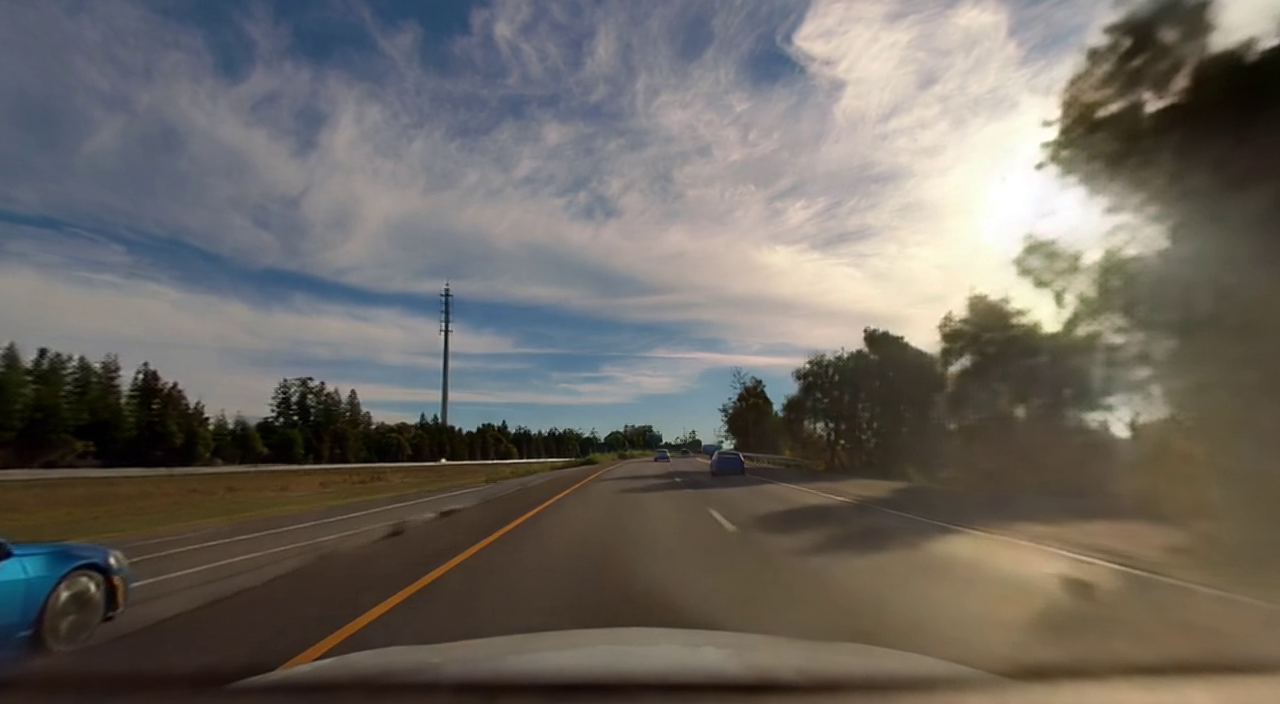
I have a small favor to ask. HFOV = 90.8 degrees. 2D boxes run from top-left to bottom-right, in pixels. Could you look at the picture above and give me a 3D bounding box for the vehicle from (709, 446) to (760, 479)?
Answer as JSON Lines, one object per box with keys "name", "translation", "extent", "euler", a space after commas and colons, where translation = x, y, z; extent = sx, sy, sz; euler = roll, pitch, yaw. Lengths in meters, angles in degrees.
{"name": "vehicle", "translation": [4.731, 5.583, 32.186], "extent": [2.030, 1.526, 4.165], "euler": [0, -9, 1]}
